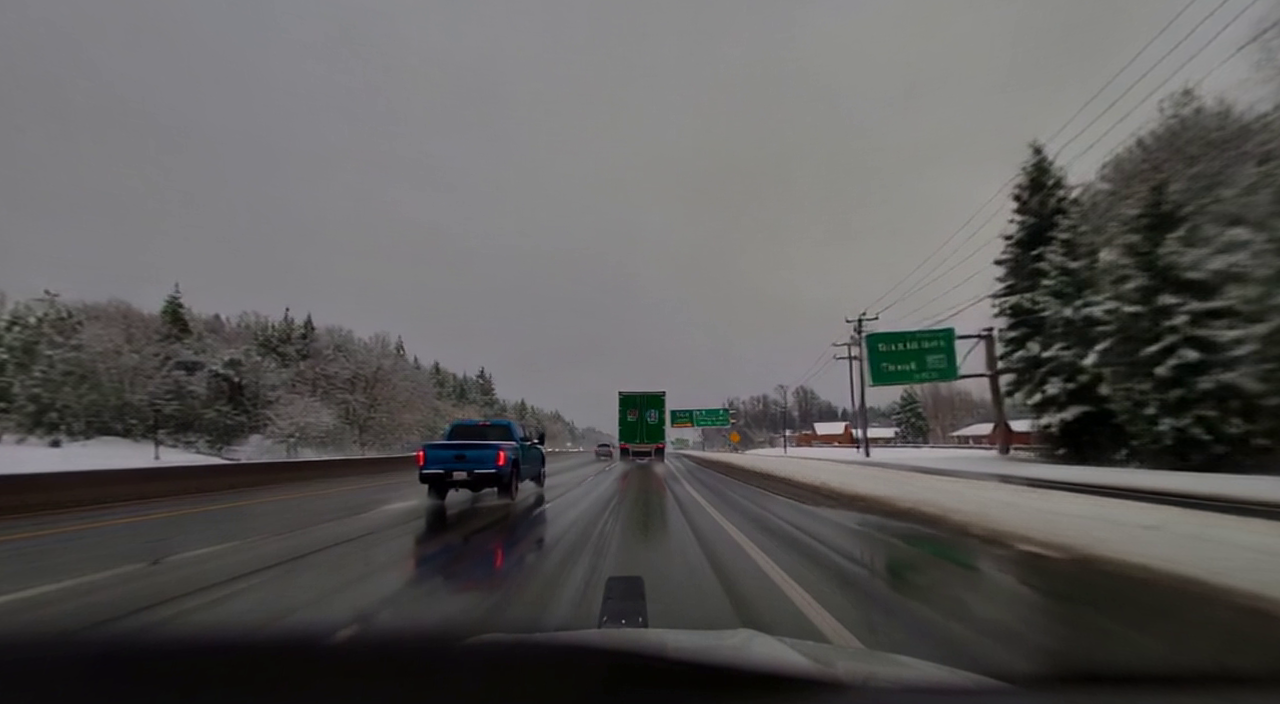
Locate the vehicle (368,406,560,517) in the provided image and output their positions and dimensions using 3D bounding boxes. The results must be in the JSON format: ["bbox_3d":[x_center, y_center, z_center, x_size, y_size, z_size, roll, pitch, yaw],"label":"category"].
[{"bbox_3d":[-3.832,2.600,15.577,2.749,2.141,6.515,0,-8,1],"label":"vehicle"}]

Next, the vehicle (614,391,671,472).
[{"bbox_3d":[0.204,4.943,38.368,2.879,4.085,13.125,0,-8,1],"label":"vehicle"}]
